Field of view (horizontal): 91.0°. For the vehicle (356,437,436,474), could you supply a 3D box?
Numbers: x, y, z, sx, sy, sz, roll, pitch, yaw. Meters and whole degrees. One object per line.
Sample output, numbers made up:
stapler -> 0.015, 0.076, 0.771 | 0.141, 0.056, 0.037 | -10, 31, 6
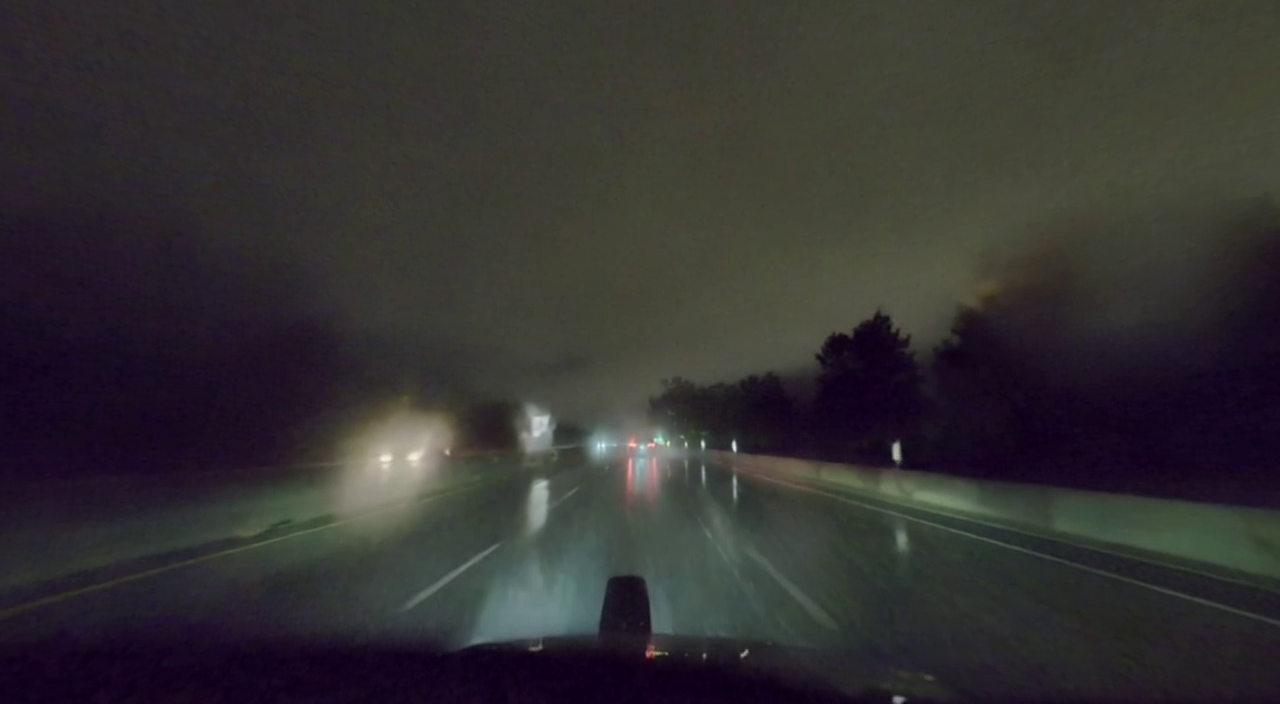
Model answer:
vehicle -> -12.197, 5.192, 31.849 | 2.047, 1.735, 4.728 | 0, -8, 1
